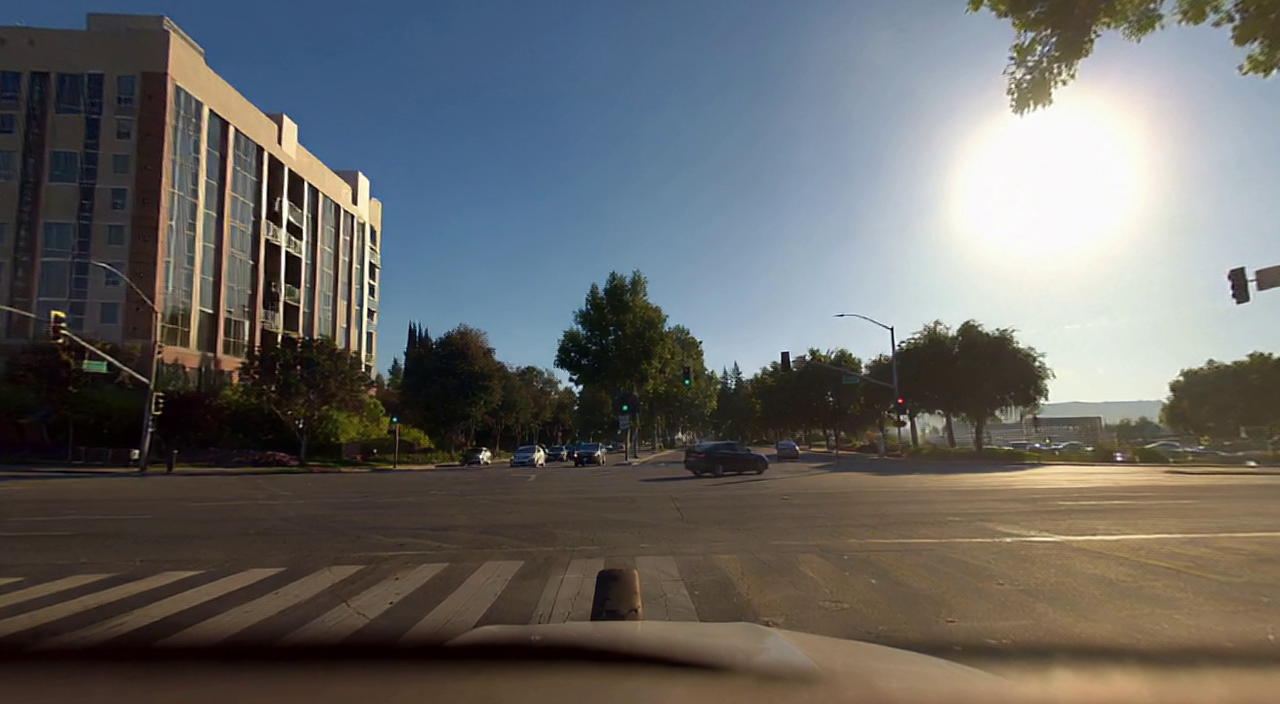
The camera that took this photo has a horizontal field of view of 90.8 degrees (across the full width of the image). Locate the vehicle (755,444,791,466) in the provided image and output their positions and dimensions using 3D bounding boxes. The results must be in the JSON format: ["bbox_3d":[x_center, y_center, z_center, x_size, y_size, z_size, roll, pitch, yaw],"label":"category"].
[{"bbox_3d":[10.210,7.940,48.957,1.955,1.569,4.397,0,-8,2],"label":"vehicle"}]

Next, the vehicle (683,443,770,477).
[{"bbox_3d":[4.141,5.056,29.851,2.043,1.454,4.424,-7,-11,38],"label":"vehicle"}]

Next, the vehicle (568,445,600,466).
[{"bbox_3d":[-4.363,8.124,49.750,2.130,1.613,4.121,0,-8,0],"label":"vehicle"}]
